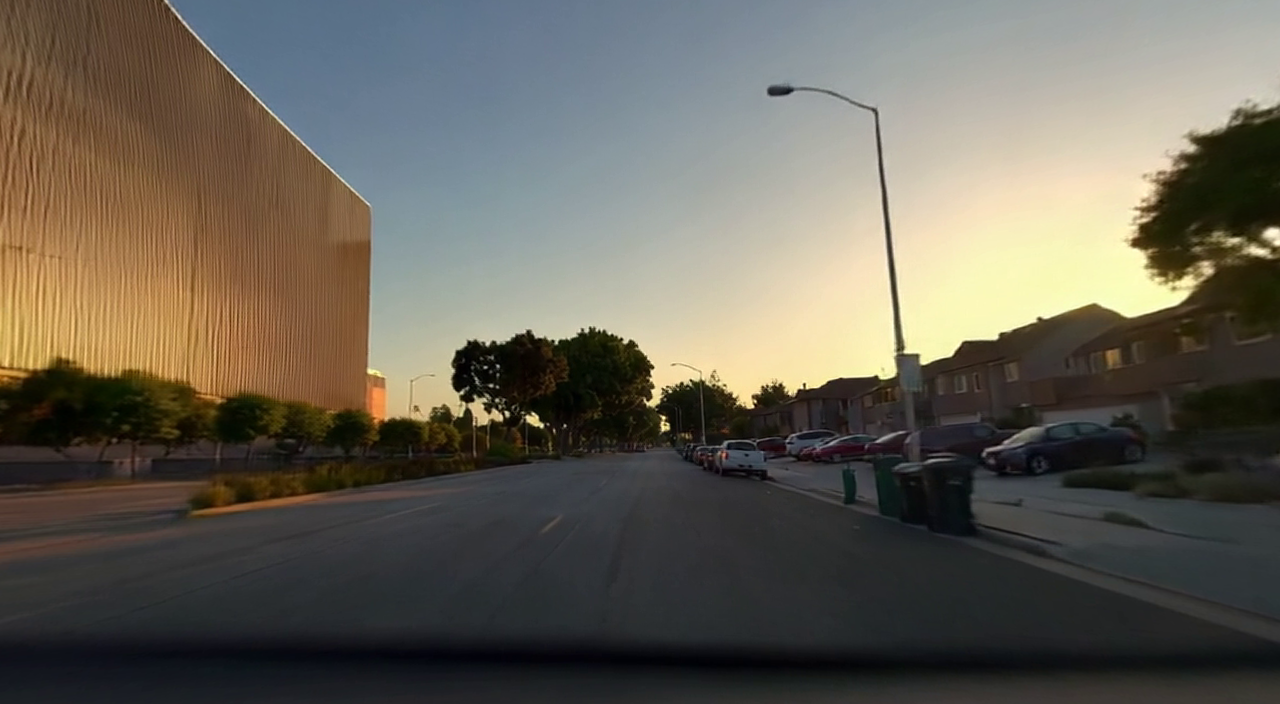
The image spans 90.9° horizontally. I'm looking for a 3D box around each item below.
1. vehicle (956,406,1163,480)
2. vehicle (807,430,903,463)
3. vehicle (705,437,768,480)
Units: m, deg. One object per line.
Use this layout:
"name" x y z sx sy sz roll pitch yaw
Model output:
"vehicle" 11.726 2.617 17.847 4.418 1.532 1.889 -6 -11 -3
"vehicle" 12.232 5.411 36.104 4.778 1.520 2.020 -5 -9 8
"vehicle" 4.280 4.829 28.823 2.078 1.771 5.174 0 -8 0
